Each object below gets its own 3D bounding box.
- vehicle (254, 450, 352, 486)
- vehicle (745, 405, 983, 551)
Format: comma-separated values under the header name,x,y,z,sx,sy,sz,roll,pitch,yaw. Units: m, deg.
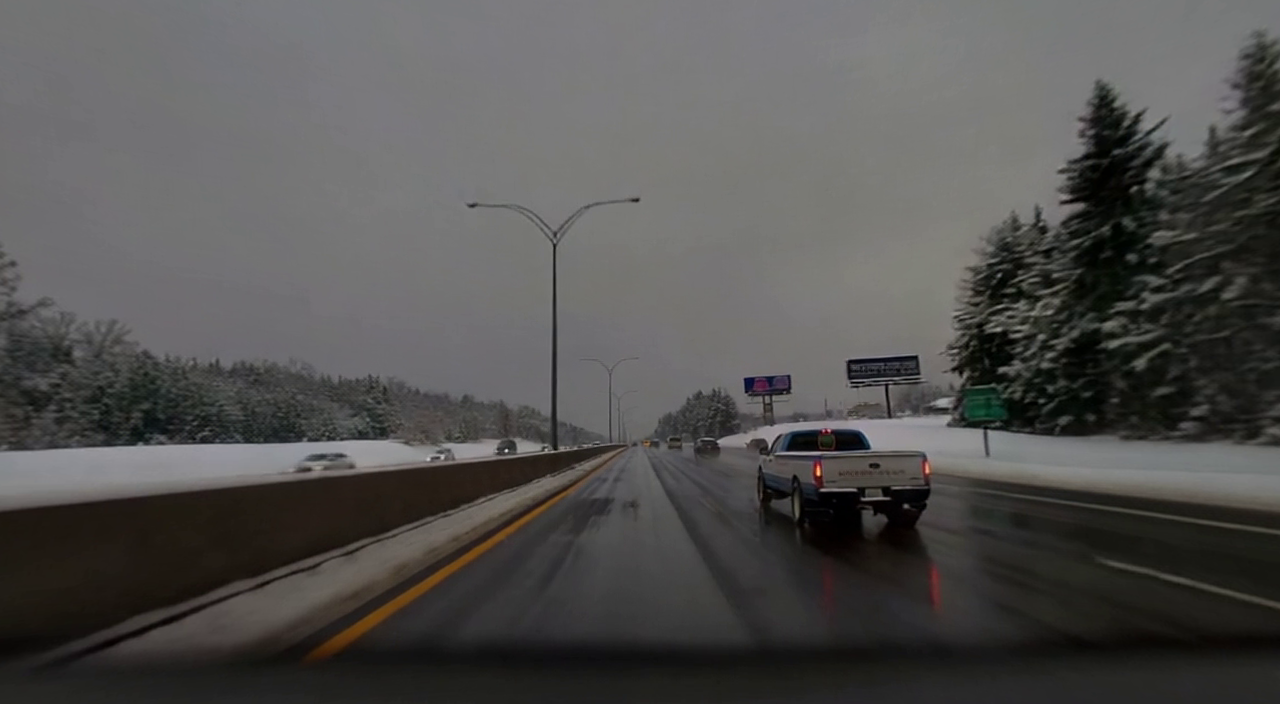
name,x,y,z,sx,sy,sz,roll,pitch,yaw
vehicle,-15.306,5.263,29.026,1.969,1.469,4.702,0,-9,-1
vehicle,3.039,1.832,9.805,1.973,1.710,4.476,0,-9,-1
